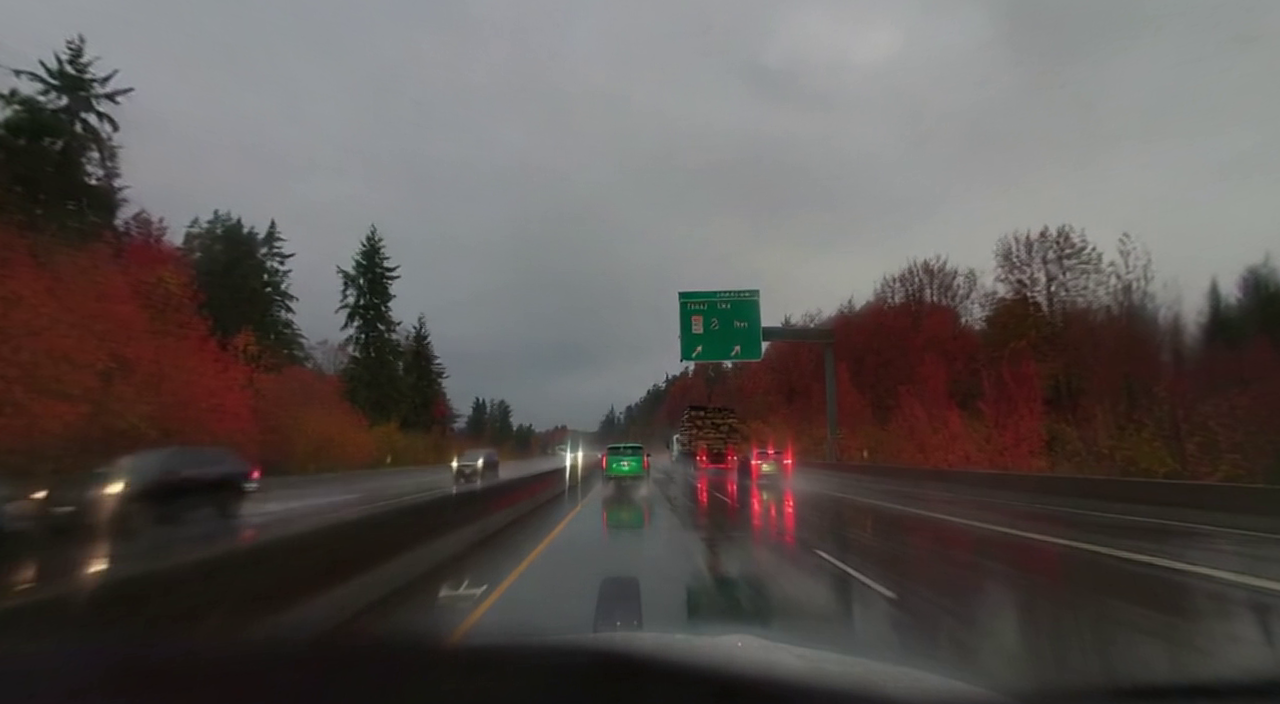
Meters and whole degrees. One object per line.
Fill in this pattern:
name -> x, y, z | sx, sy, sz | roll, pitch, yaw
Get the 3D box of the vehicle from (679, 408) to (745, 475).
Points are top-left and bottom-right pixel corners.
vehicle -> 4.522, 5.922, 41.112 | 3.125, 3.895, 8.461 | 0, -9, -1

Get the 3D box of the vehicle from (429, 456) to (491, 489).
vehicle -> -9.249, 6.188, 32.503 | 2.075, 1.516, 3.955 | 0, -9, 0

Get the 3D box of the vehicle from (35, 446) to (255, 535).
vehicle -> -13.381, 3.693, 17.485 | 2.215, 2.079, 4.694 | -1, -9, 0

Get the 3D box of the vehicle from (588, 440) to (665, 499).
vehicle -> -0.435, 3.784, 20.558 | 2.263, 1.699, 3.936 | 0, -9, -1

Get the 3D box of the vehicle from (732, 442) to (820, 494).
vehicle -> 4.774, 4.125, 22.719 | 2.057, 1.660, 4.525 | 0, -9, -1
